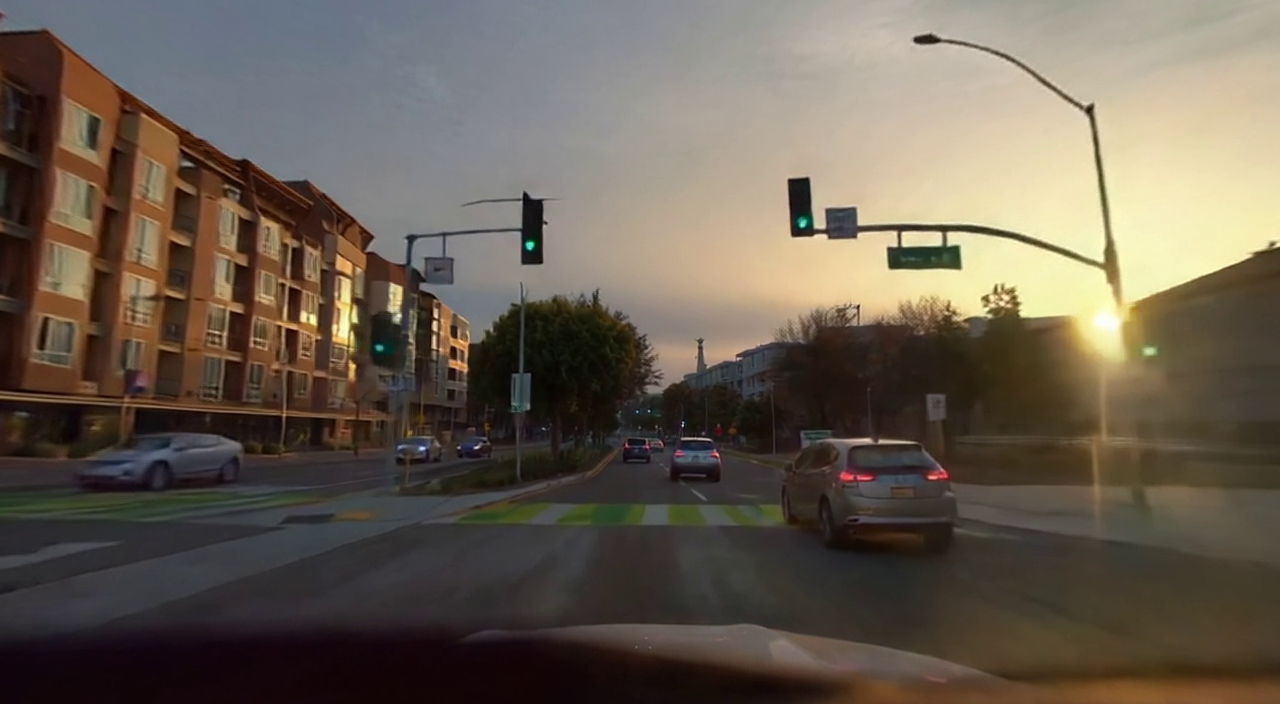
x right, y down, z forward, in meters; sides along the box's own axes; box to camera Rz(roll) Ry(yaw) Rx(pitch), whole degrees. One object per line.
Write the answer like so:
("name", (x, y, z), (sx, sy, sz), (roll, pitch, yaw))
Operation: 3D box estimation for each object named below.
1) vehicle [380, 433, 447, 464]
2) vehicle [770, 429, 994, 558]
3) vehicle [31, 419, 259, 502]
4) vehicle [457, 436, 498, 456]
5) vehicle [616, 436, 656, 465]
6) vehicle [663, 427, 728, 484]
("vehicle", (-12.256, 5.276, 34.541), (1.969, 1.566, 4.549), (0, -8, 0))
("vehicle", (3.504, 2.096, 10.153), (1.906, 1.608, 4.137), (0, -8, -1))
("vehicle", (-12.594, 2.790, 16.657), (2.076, 1.836, 4.847), (0, -8, 0))
("vehicle", (-12.677, 7.381, 49.594), (1.926, 1.446, 4.565), (0, -8, 0))
("vehicle", (-0.251, 5.385, 34.806), (2.059, 1.492, 3.925), (0, -8, -1))
("vehicle", (2.123, 3.980, 24.675), (2.206, 1.858, 5.332), (2, -8, 4))
